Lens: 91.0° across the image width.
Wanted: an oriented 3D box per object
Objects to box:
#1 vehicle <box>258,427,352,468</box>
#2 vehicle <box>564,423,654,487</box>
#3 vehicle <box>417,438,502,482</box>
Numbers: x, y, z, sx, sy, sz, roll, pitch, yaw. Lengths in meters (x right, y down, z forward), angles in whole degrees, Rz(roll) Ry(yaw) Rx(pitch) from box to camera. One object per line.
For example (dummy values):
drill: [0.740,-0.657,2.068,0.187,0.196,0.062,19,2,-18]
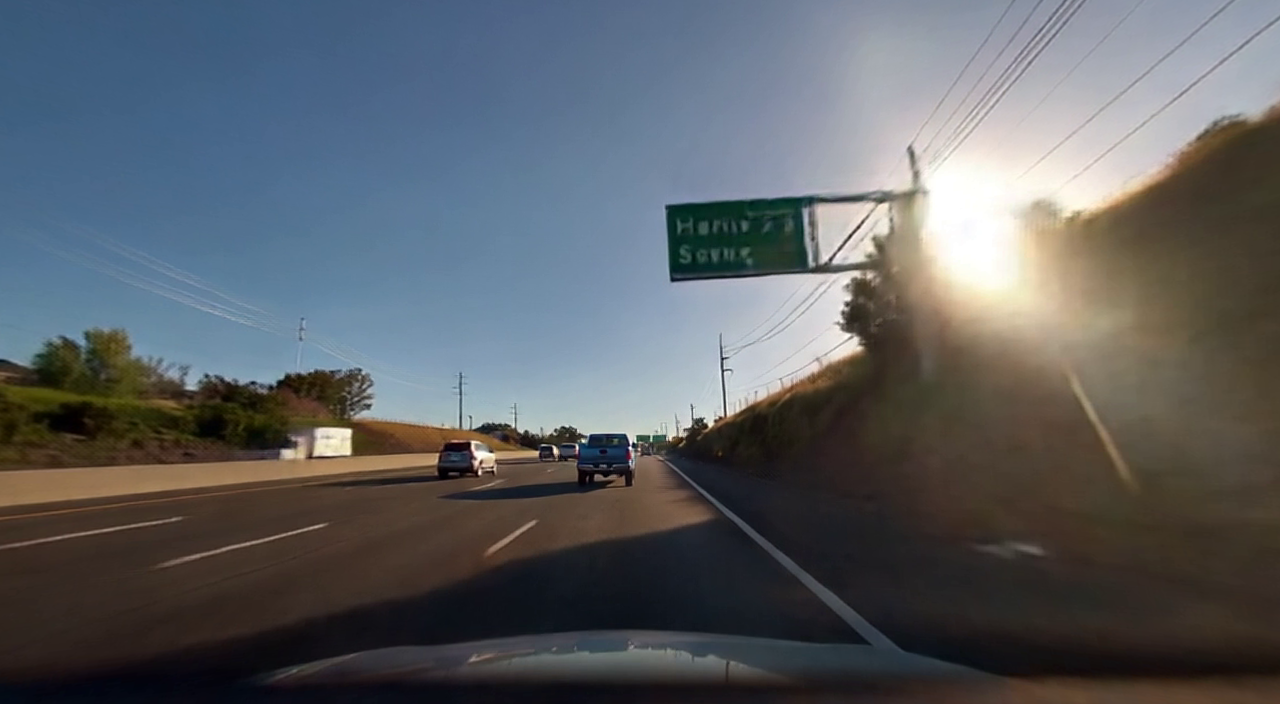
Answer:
vehicle: [-20.184,5.807,38.349,2.294,2.243,6.159,0,-9,0]
vehicle: [-1.008,3.869,23.975,2.972,2.087,6.126,0,-9,0]
vehicle: [-7.158,4.322,25.469,2.055,1.618,4.457,0,-9,1]
